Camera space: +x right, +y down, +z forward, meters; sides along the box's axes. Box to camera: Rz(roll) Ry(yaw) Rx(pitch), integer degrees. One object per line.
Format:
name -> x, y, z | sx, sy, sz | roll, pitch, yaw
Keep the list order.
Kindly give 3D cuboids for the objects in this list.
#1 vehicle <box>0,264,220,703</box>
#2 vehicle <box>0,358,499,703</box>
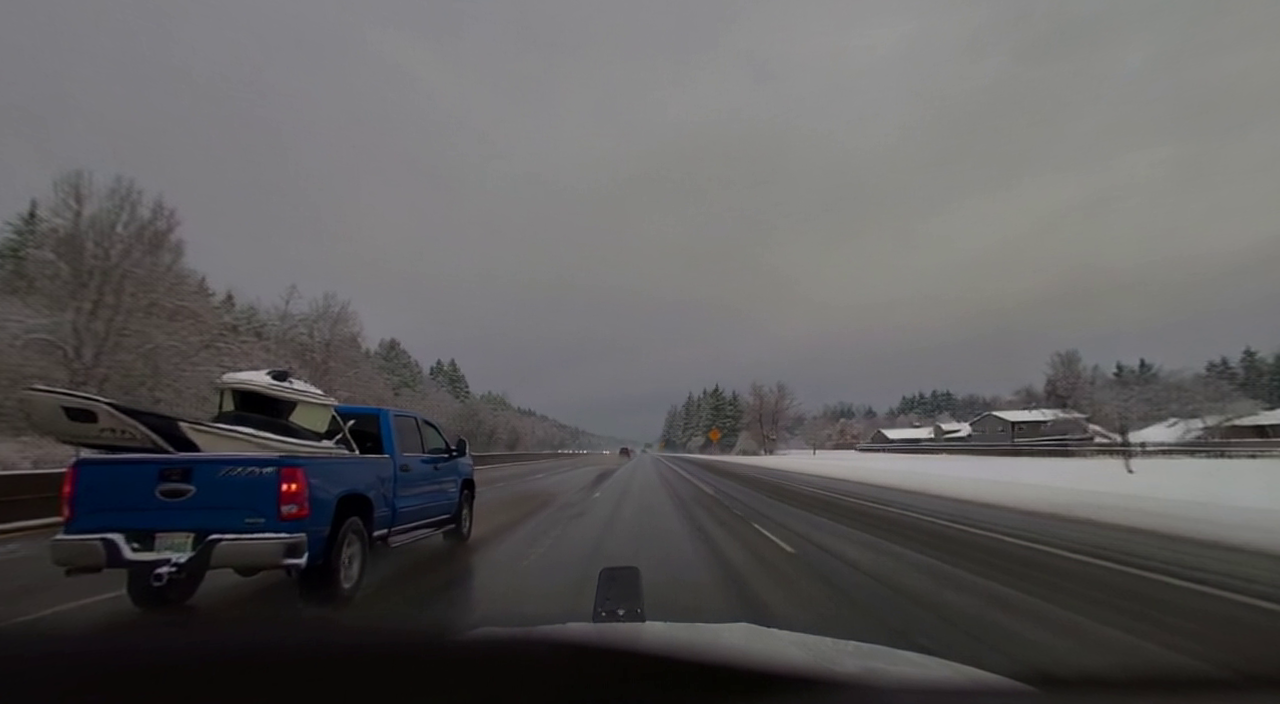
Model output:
vehicle -> -3.196, 0.401, 0.412 | 1.919, 1.935, 5.609 | 0, -9, 0
vehicle -> -3.086, 1.315, 5.960 | 2.202, 1.836, 5.009 | 0, -9, 2
